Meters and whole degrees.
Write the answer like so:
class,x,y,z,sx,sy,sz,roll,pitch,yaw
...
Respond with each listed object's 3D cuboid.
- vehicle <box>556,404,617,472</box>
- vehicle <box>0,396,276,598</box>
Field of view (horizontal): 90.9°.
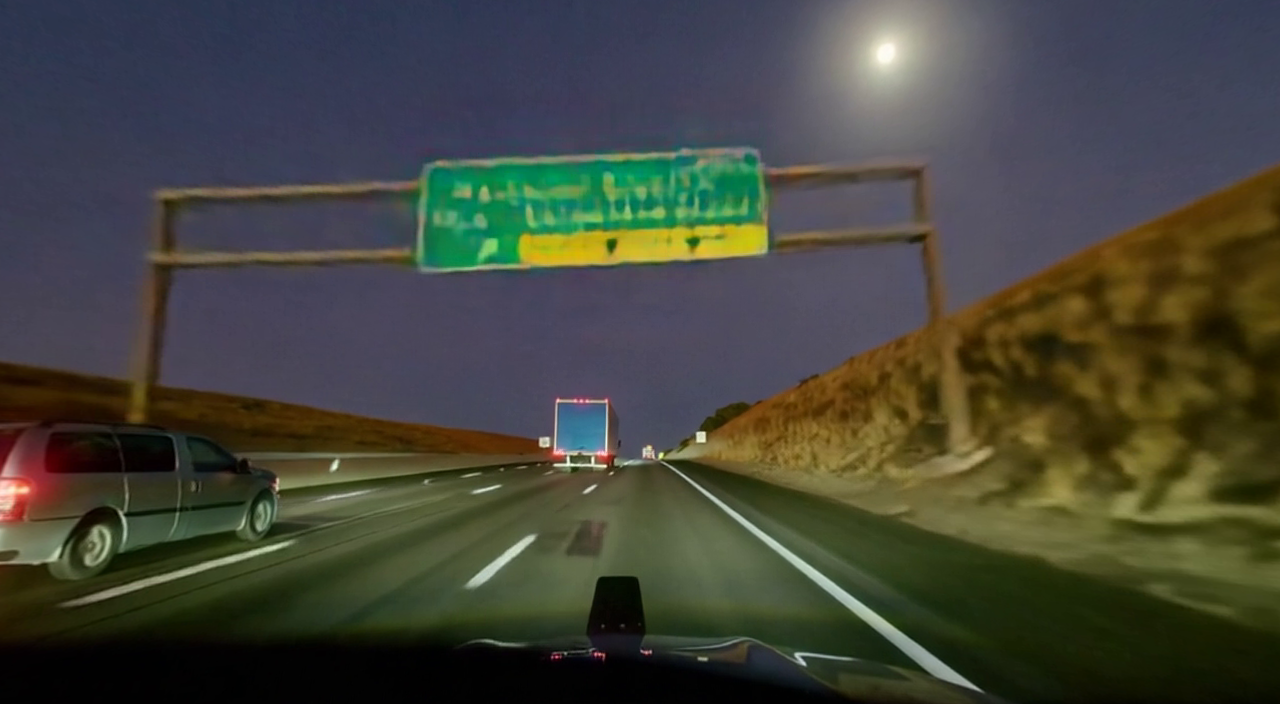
class,x,y,z,sx,sy,sz,roll,pitch,yaw
vehicle,-3.523,6.291,45.815,2.893,4.073,15.281,0,-8,1
vehicle,-7.044,1.608,7.620,2.175,1.860,5.236,0,-8,0
